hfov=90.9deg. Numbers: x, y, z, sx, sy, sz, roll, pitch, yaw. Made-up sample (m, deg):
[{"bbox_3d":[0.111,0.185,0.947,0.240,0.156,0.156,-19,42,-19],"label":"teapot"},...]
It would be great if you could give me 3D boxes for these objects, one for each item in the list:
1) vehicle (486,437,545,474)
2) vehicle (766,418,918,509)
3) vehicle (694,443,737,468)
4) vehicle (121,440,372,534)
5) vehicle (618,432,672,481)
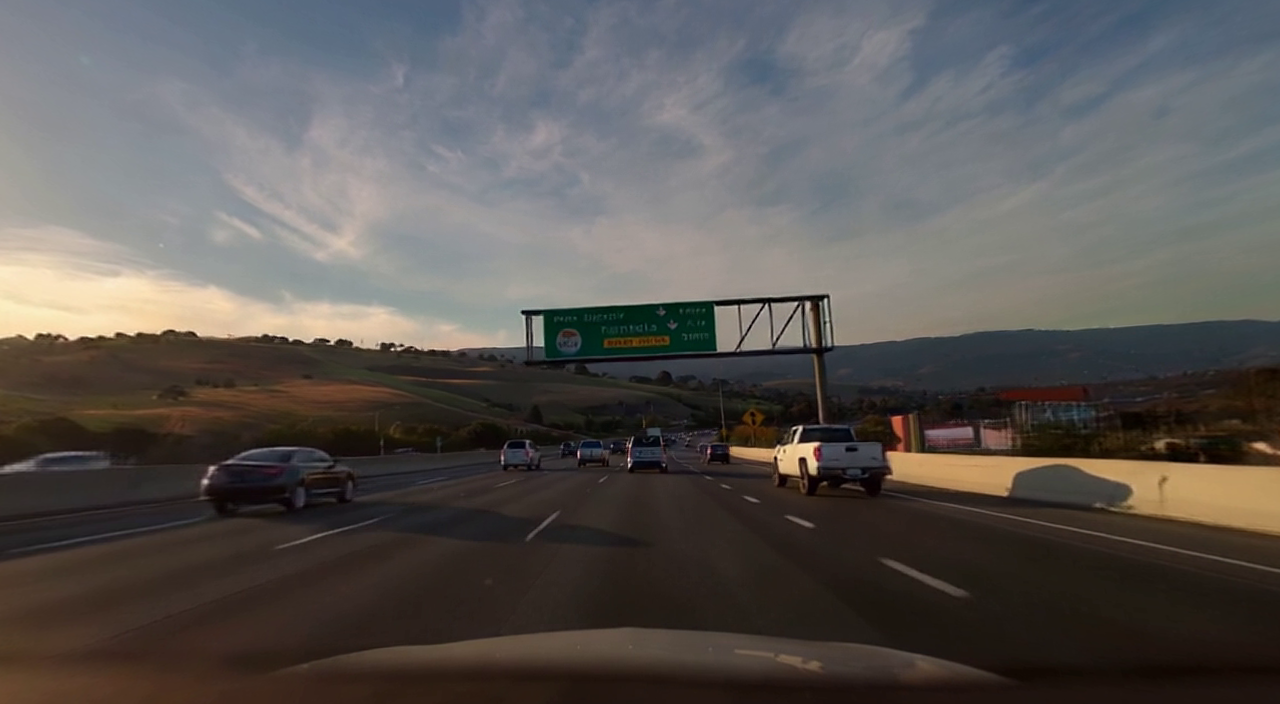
[{"bbox_3d":[-6.534,5.490,33.698,2.160,1.799,5.001,0,-8,0],"label":"vehicle"},{"bbox_3d":[4.669,2.651,15.461,2.029,1.859,4.669,0,-8,-2],"label":"vehicle"},{"bbox_3d":[4.622,6.360,39.050,1.998,1.456,4.338,0,-8,-2],"label":"vehicle"},{"bbox_3d":[-7.398,2.537,12.657,1.916,1.482,4.908,0,-8,0],"label":"vehicle"},{"bbox_3d":[0.178,4.251,25.917,2.052,1.808,3.898,0,-8,-1],"label":"vehicle"}]
